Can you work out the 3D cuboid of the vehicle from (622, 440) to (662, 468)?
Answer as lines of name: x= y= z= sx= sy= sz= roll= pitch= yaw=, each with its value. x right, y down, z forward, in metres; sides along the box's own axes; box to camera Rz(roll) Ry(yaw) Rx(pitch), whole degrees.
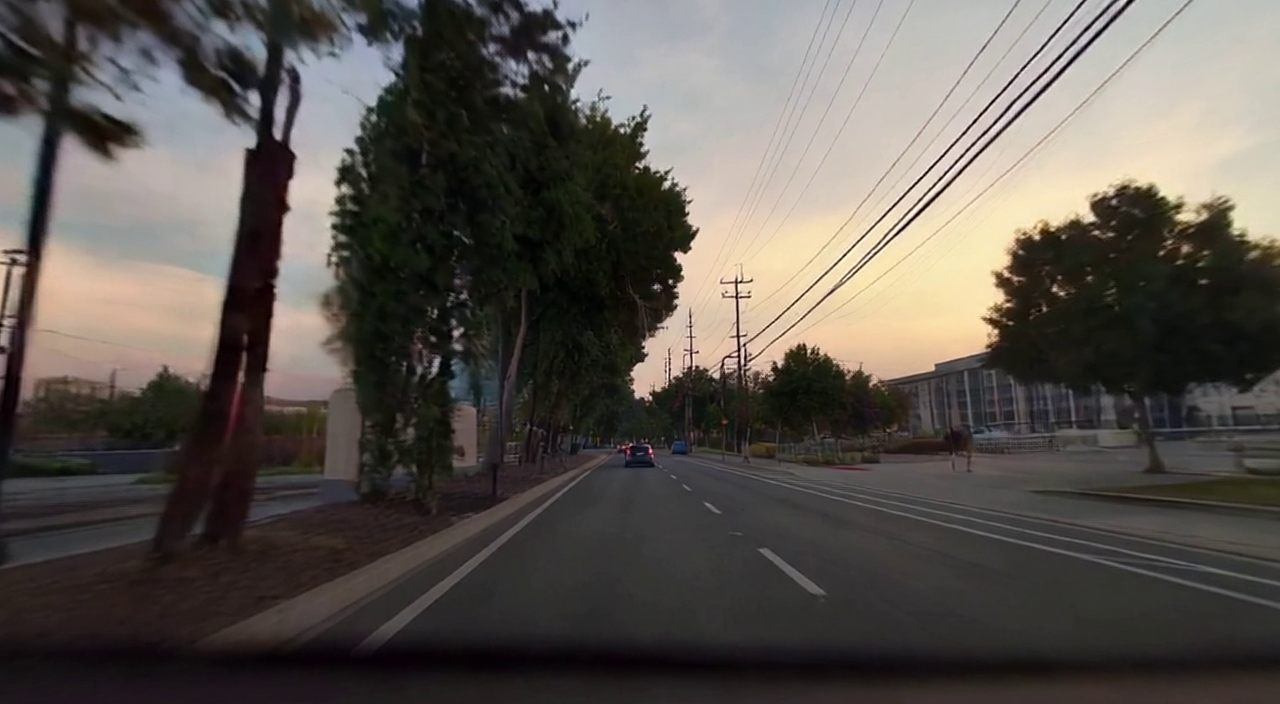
vehicle: x=0.088 y=5.723 z=35.636 sx=2.109 sy=1.501 sz=4.042 roll=0 pitch=-8 yaw=0
